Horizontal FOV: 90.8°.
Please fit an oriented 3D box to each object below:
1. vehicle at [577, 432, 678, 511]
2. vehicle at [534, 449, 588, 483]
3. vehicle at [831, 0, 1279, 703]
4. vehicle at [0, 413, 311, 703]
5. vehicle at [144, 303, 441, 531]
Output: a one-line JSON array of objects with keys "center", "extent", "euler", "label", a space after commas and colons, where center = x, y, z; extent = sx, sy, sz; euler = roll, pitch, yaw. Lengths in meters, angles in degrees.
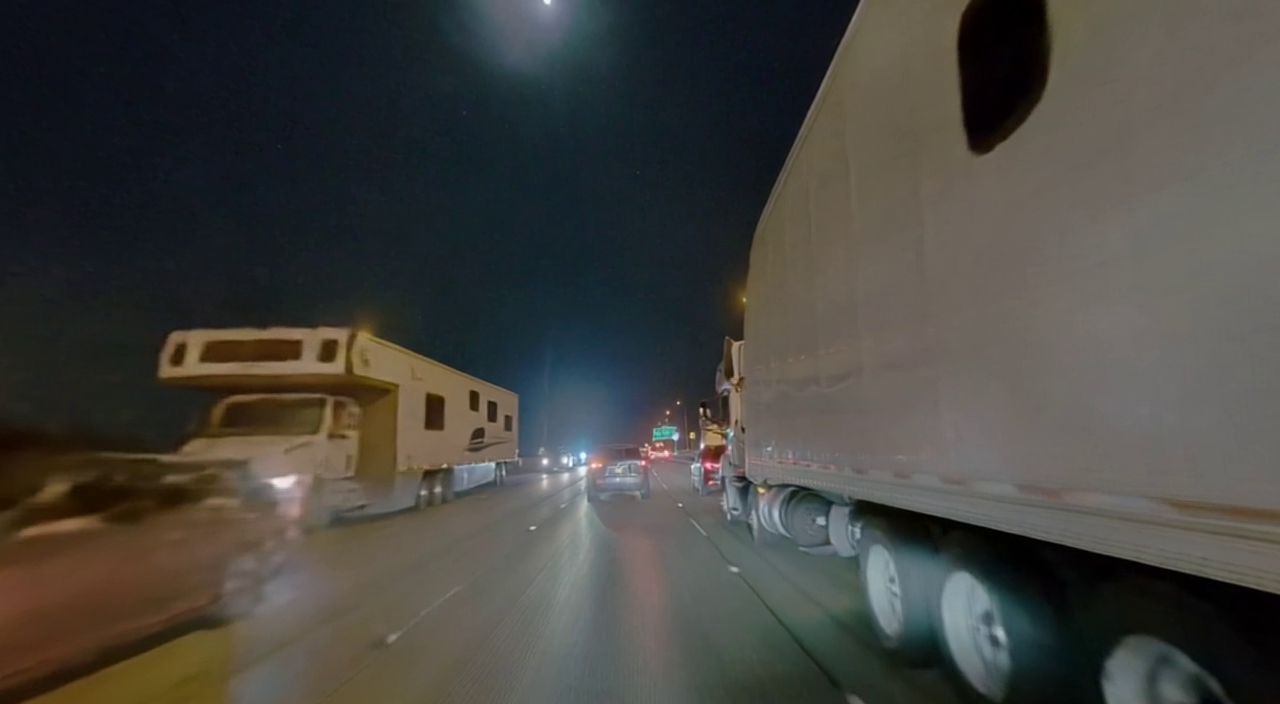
[{"center": [-0.296, 2.929, 15.878], "extent": [2.201, 1.719, 4.058], "euler": [0, -9, -1], "label": "vehicle"}, {"center": [-3.622, 5.286, 29.577], "extent": [1.930, 1.431, 4.156], "euler": [0, -9, 1], "label": "vehicle"}, {"center": [2.794, -0.314, 1.113], "extent": [2.934, 3.963, 5.832], "euler": [0, -9, -1], "label": "vehicle"}, {"center": [-3.788, 1.112, 3.301], "extent": [1.980, 1.499, 3.944], "euler": [0, -9, 0], "label": "vehicle"}, {"center": [-6.942, 1.539, 13.963], "extent": [3.008, 3.987, 5.871], "euler": [0, -9, 1], "label": "vehicle"}]
